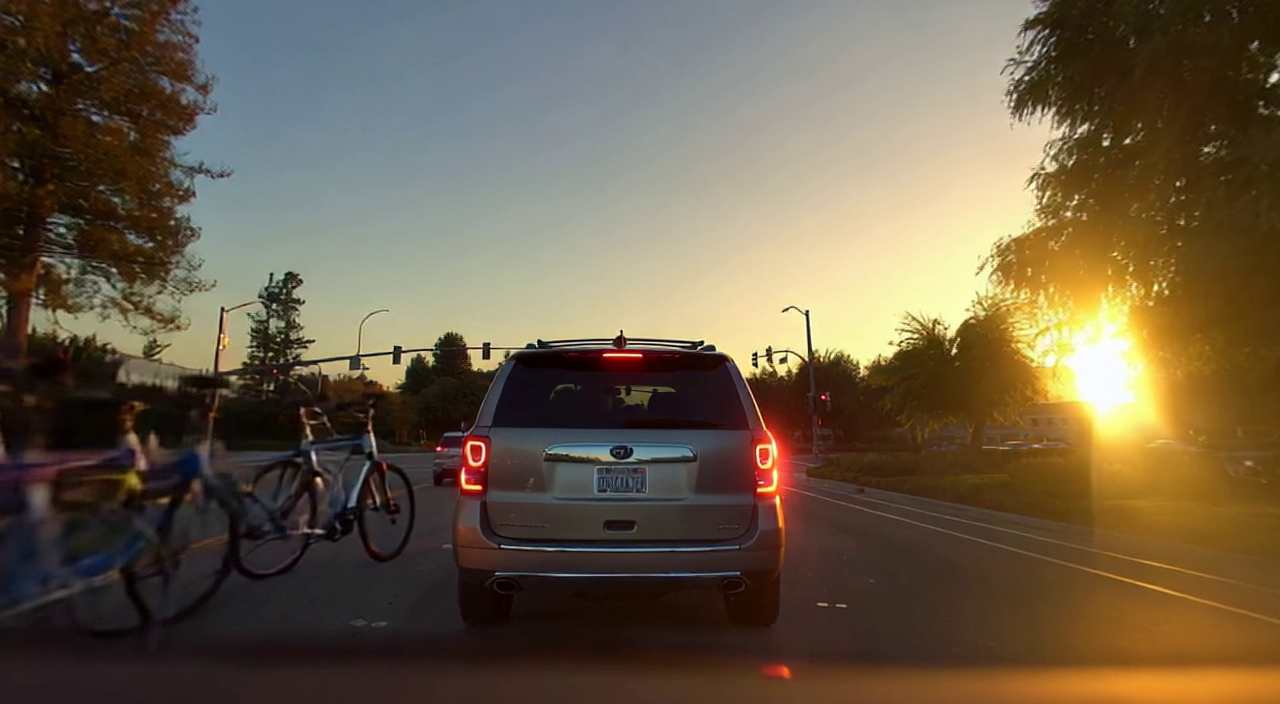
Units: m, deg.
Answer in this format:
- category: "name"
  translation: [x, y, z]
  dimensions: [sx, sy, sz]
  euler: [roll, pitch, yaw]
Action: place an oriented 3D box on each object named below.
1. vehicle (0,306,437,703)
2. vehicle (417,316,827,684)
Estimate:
- category: "vehicle"
  translation: [-3.570, 1.128, 4.997]
  dimensions: [2.337, 1.858, 5.409]
  euler: [0, -8, -3]
- category: "vehicle"
  translation: [-0.235, 1.159, 6.005]
  dimensions: [2.333, 2.087, 4.586]
  euler: [0, -8, -4]
